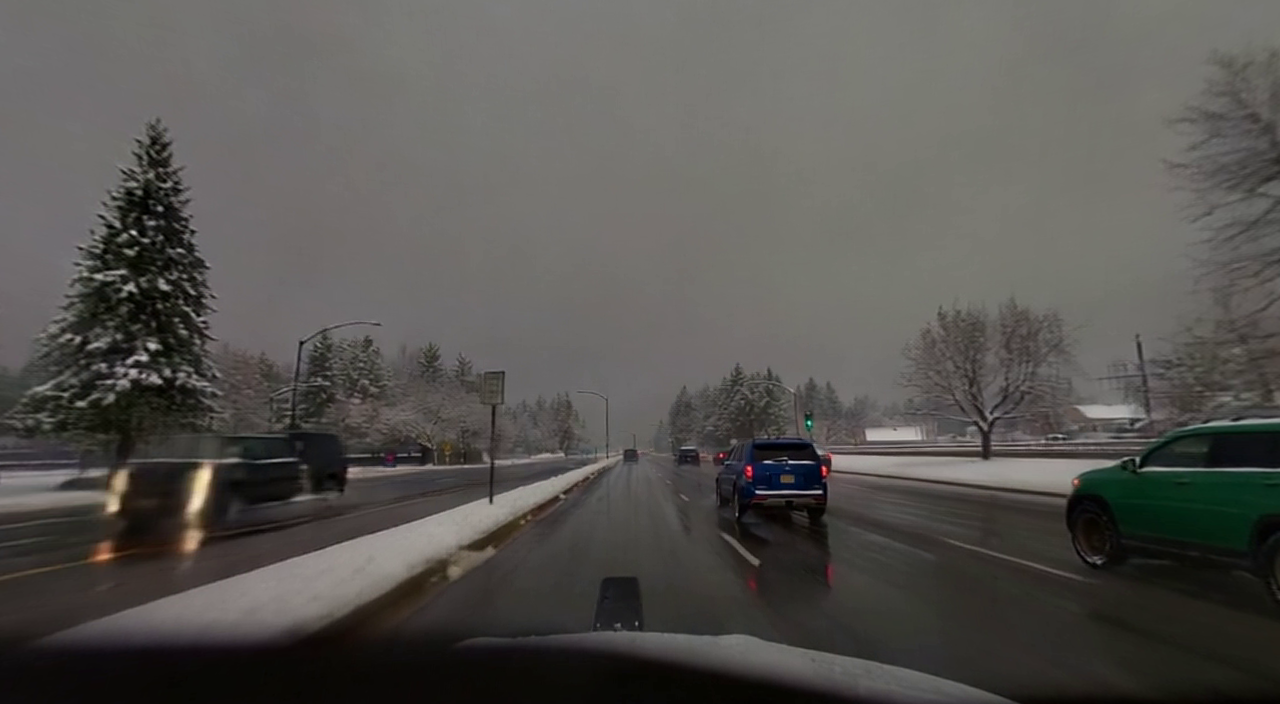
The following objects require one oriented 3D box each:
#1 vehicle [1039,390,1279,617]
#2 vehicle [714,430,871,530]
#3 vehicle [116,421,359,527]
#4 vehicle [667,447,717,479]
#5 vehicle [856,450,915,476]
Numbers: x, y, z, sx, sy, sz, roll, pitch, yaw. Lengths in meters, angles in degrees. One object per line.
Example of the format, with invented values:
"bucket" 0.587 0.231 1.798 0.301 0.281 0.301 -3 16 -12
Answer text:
"vehicle" 6.226 1.306 5.647 2.153 1.811 4.595 0 -9 -1
"vehicle" 2.878 2.517 12.967 2.075 1.698 4.142 0 -9 -2
"vehicle" -9.194 2.819 15.201 2.215 2.062 5.360 0 -9 1
"vehicle" 2.513 5.475 31.325 1.980 1.484 4.093 0 -9 -2
"vehicle" 14.850 6.711 38.313 1.815 1.493 4.135 0 -9 -1
